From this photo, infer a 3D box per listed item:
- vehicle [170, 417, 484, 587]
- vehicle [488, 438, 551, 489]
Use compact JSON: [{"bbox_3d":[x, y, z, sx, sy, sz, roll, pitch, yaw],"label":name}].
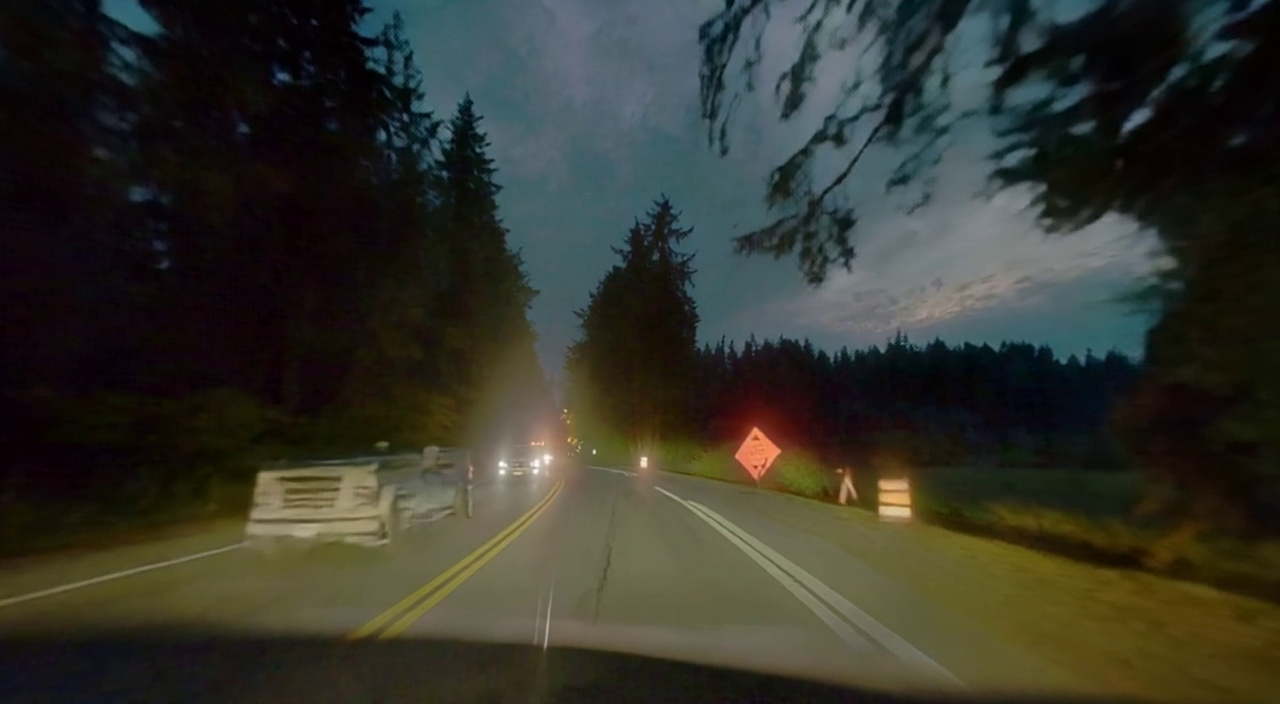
[{"bbox_3d":[-3.835,1.901,9.007,2.177,1.721,4.794,0,-8,-2],"label":"vehicle"},{"bbox_3d":[-4.631,4.328,24.923,2.057,1.792,4.457,0,-8,-6],"label":"vehicle"}]
